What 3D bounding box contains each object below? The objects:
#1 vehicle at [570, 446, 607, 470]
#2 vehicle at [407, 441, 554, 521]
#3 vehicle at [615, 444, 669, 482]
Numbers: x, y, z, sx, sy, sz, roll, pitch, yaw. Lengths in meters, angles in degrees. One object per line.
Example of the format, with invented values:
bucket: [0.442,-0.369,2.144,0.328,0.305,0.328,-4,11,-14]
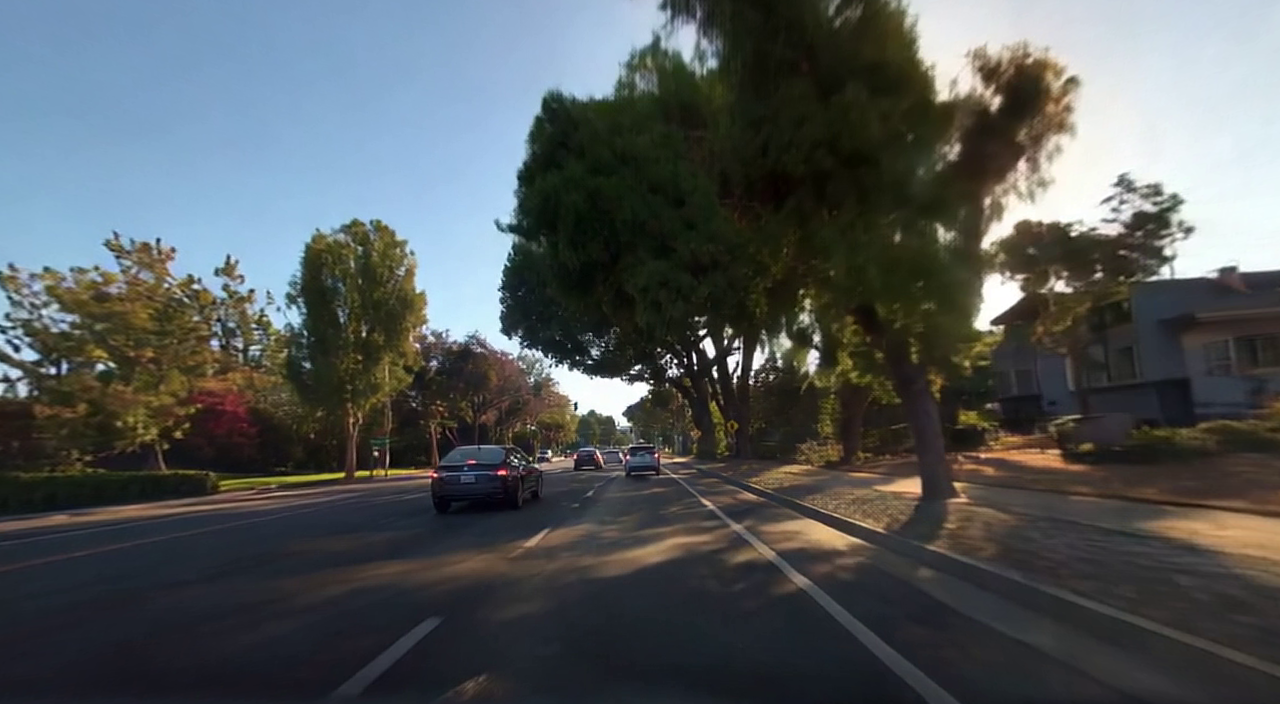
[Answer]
vehicle: [-3.344,6.976,41.766,2.114,1.500,3.912,0,-8,0]
vehicle: [-3.245,2.706,13.841,2.030,1.467,4.403,0,-8,1]
vehicle: [0.078,4.542,26.095,2.065,1.456,4.099,0,-8,0]
